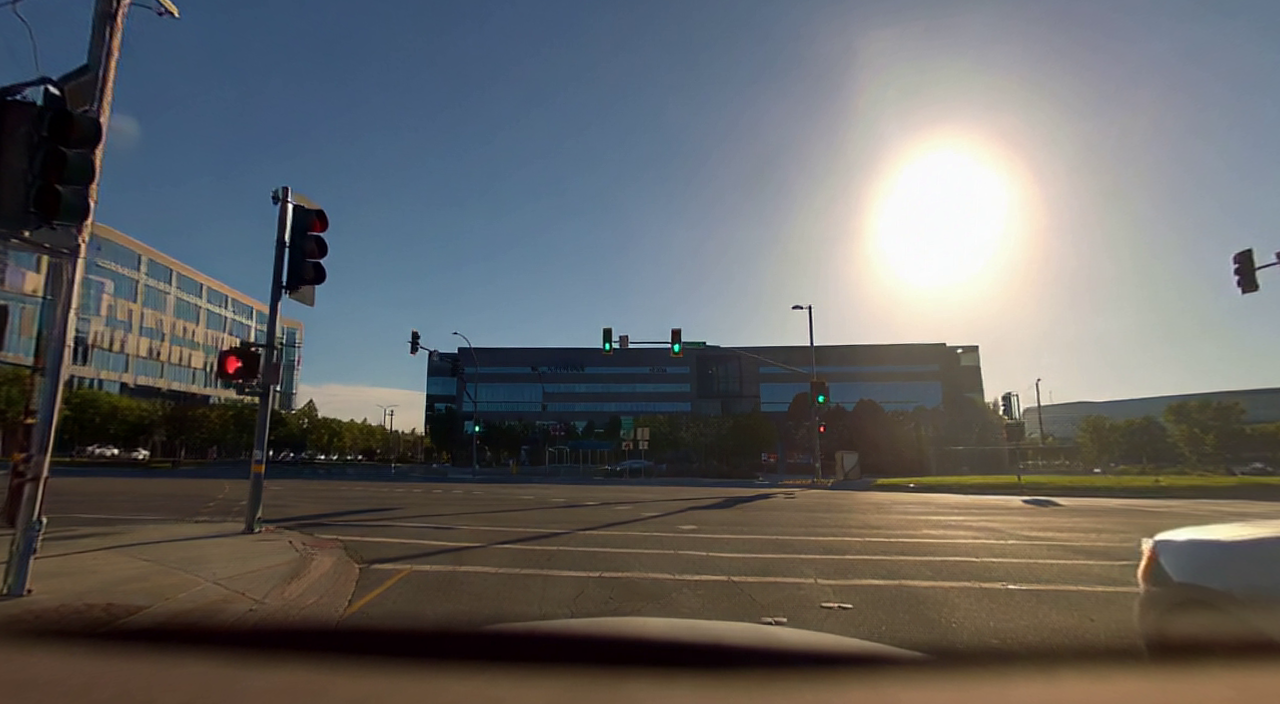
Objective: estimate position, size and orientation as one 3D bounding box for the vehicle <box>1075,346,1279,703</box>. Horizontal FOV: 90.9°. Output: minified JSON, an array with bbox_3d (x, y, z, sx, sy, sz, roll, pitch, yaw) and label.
[{"bbox_3d":[3.074,0.634,0.935,1.938,1.648,4.211,-1,-8,2],"label":"vehicle"}]
